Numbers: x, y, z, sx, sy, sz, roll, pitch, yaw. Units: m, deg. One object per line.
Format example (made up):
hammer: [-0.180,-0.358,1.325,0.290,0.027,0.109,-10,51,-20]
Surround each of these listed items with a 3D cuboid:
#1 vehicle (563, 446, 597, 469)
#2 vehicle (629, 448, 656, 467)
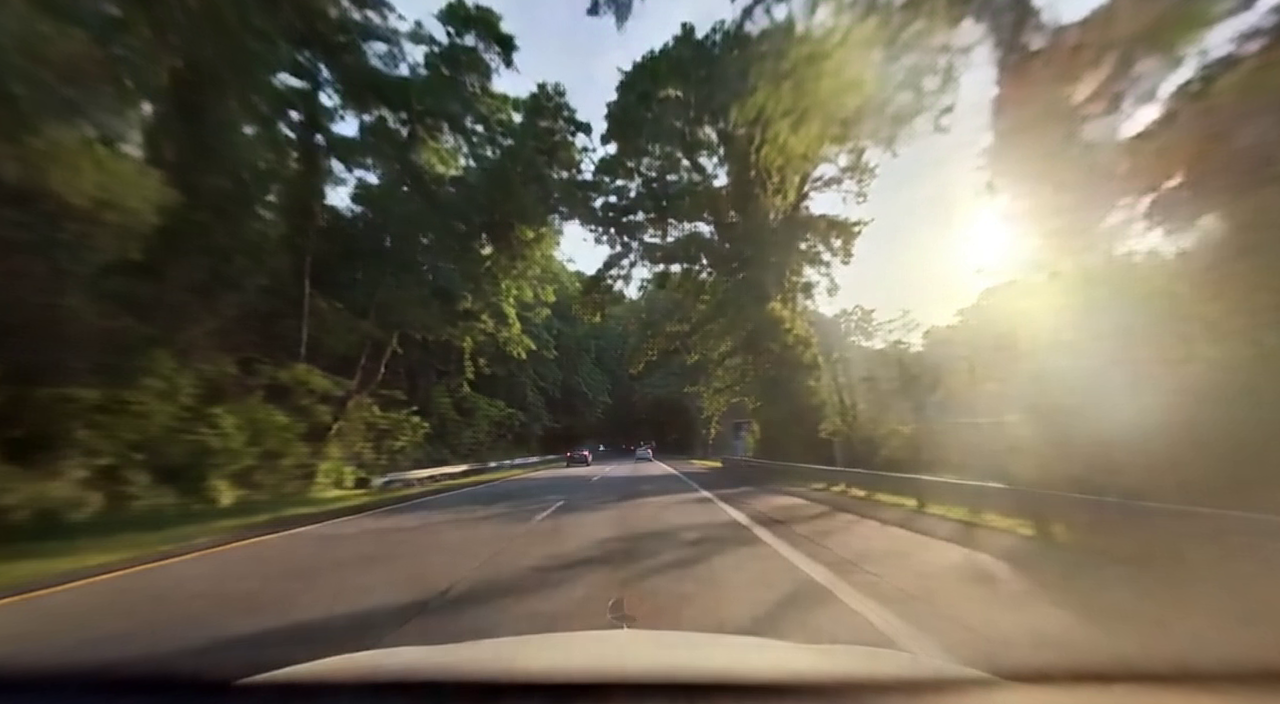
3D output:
vehicle: [-4.229,7.531,45.087,2.112,1.498,4.117,0,-9,0]
vehicle: [0.198,8.176,49.087,1.989,1.402,3.831,0,-9,0]
